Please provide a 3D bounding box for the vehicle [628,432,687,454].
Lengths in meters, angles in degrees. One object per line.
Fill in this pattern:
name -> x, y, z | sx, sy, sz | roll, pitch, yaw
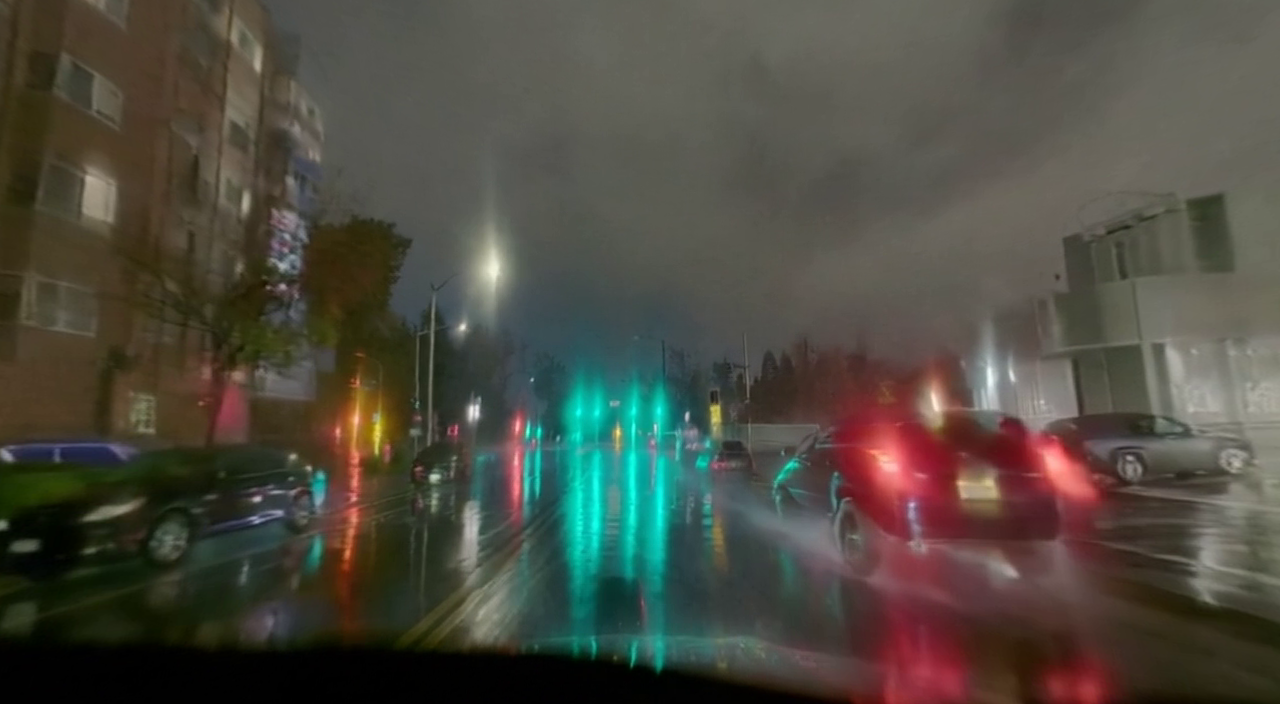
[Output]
vehicle -> 1.315, 7.116, 49.289 | 4.448, 1.599, 1.837 | 0, -8, -1

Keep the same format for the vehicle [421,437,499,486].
vehicle -> -7.050, 4.322, 25.172 | 1.893, 1.758, 4.019 | 0, -8, 0

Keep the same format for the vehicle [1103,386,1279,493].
vehicle -> 10.005, 1.457, 10.950 | 3.738, 1.566, 1.708 | 3, -8, -30

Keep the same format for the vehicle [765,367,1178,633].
vehicle -> 2.772, 1.371, 6.814 | 1.954, 1.845, 4.682 | -1, -8, 1

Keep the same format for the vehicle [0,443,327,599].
vehicle -> -6.652, 2.113, 8.936 | 2.033, 1.523, 4.867 | -3, -8, -1
